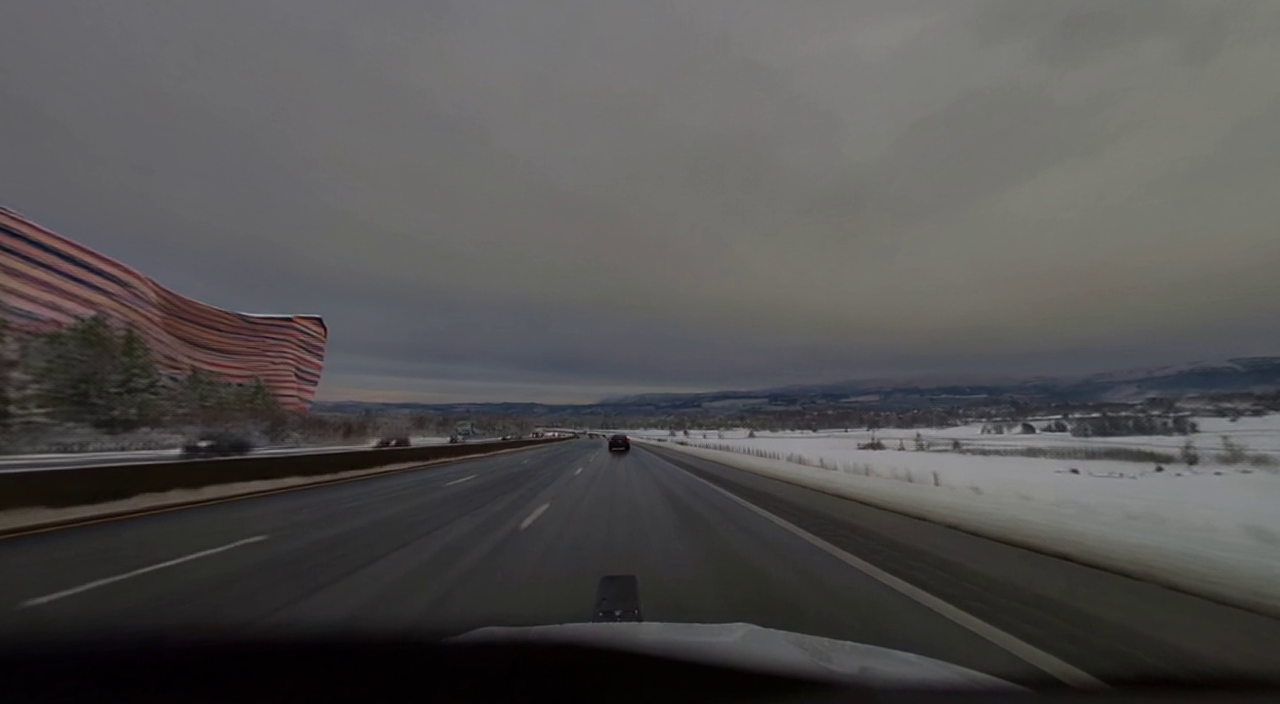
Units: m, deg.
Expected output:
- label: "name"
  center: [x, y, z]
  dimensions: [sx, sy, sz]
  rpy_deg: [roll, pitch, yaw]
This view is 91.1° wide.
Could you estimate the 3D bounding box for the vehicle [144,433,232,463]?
- label: "vehicle"
  center: [-23.978, 5.083, 33.506]
  dimensions: [1.827, 1.486, 3.976]
  rpy_deg: [0, -8, -2]
